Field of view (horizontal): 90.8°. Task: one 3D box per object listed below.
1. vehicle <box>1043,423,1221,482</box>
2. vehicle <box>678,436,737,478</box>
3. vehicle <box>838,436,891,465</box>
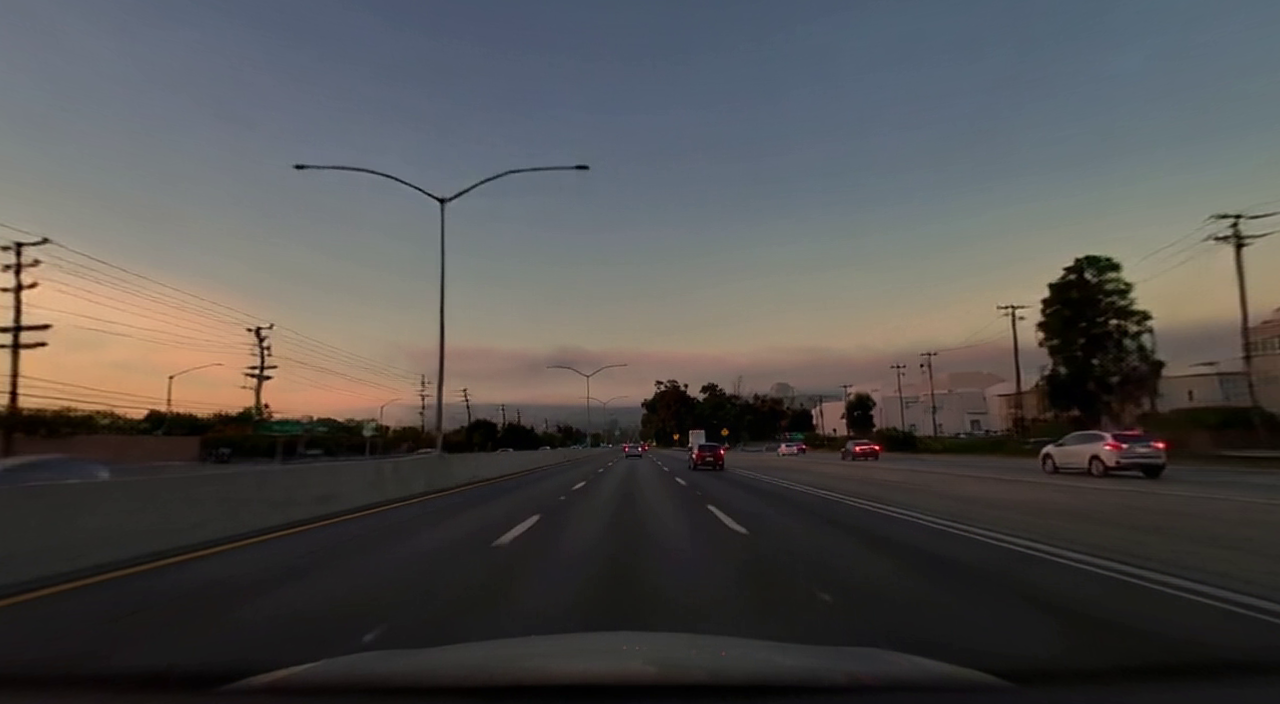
[{"bbox_3d":[17.773,3.686,23.349,2.190,1.911,5.658,-1,-9,3],"label":"vehicle"},{"bbox_3d":[2.845,4.558,27.647,1.997,1.638,4.281,0,-9,-1],"label":"vehicle"},{"bbox_3d":[15.074,6.640,42.729,2.070,1.782,5.006,-1,-9,4],"label":"vehicle"}]
